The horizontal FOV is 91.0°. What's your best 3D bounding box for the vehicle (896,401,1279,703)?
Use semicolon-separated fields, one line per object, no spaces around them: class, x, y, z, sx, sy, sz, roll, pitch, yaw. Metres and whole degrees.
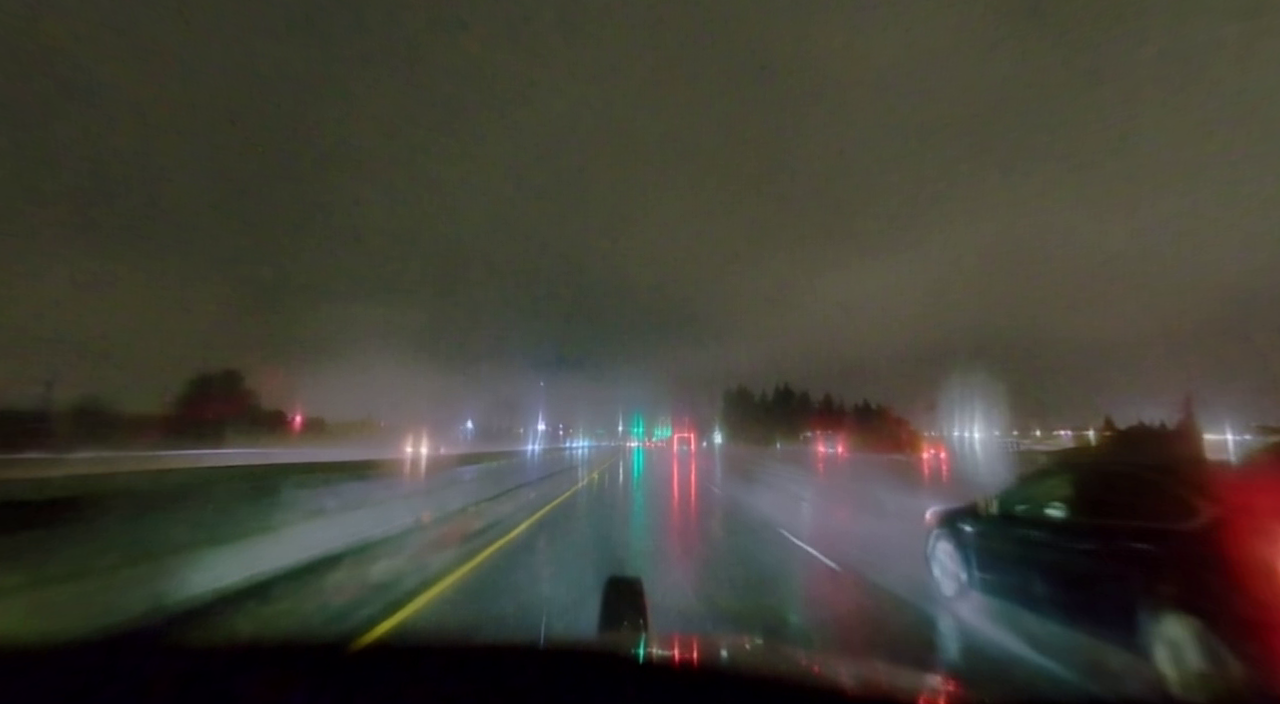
vehicle;3.492;1.124;3.714;2.091;1.482;4.522;0;-8;1
